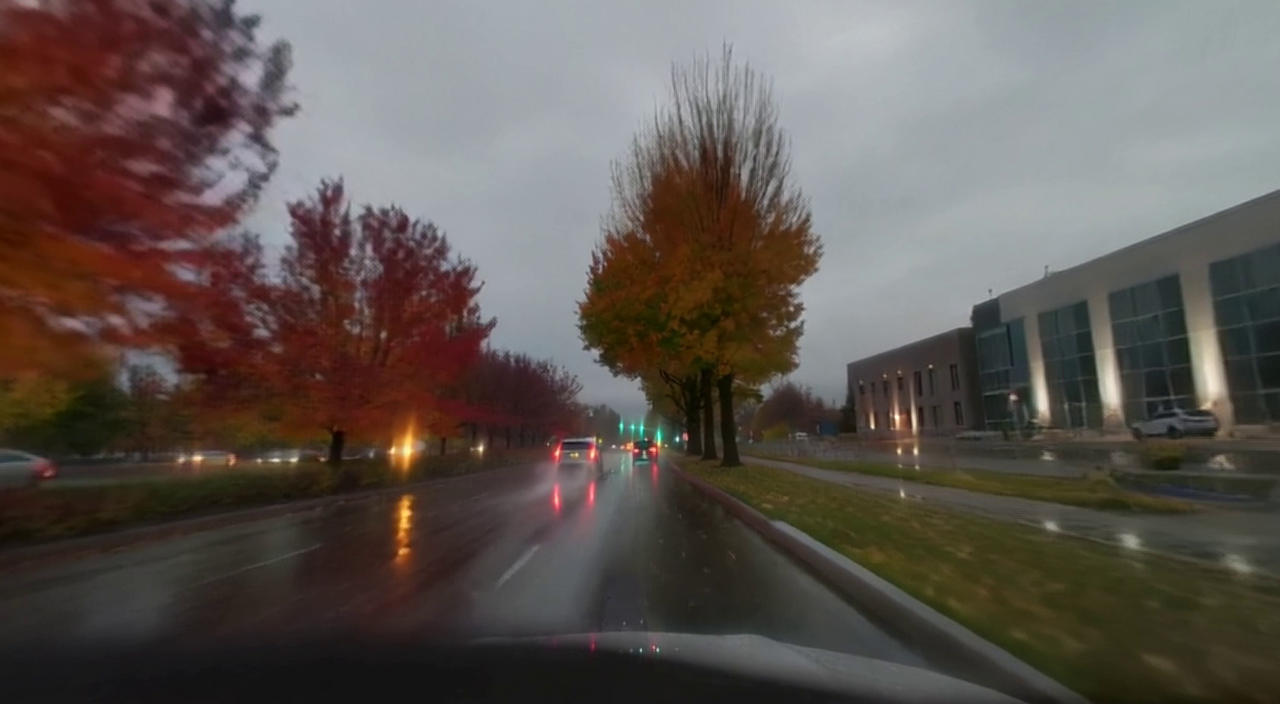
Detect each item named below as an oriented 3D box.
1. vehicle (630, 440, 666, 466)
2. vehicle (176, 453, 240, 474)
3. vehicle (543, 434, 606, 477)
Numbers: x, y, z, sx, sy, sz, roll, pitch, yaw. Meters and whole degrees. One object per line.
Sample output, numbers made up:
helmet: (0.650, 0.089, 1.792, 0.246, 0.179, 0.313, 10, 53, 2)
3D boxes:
vehicle: (0.479, 6.084, 38.206, 2.040, 1.493, 3.682, 0, -8, 0)
vehicle: (-33.408, 8.642, 48.866, 1.773, 1.477, 4.319, -1, -9, 2)
vehicle: (-2.775, 4.512, 27.655, 2.197, 1.709, 4.069, 0, -8, 2)
